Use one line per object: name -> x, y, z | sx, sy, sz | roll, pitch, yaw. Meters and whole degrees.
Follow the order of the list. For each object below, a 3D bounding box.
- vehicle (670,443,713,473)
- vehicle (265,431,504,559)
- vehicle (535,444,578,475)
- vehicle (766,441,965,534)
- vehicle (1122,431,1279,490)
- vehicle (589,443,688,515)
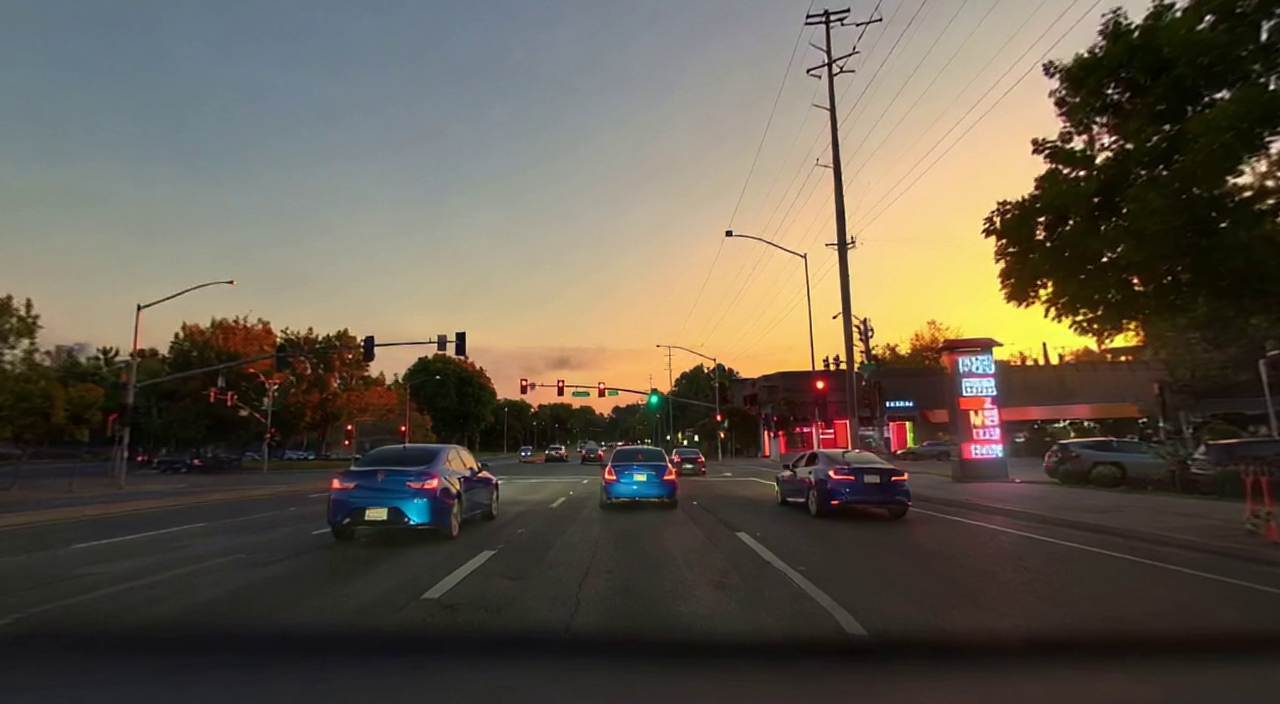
vehicle -> 2.968, 6.213, 37.188 | 1.986, 1.660, 4.006 | 0, -9, -2
vehicle -> -3.705, 2.137, 10.302 | 2.035, 1.564, 4.702 | 0, -9, -2
vehicle -> -4.632, 6.004, 35.531 | 1.932, 1.606, 4.157 | 0, -9, -1
vehicle -> 4.166, 2.579, 12.779 | 2.119, 1.479, 4.910 | 0, -9, -1
vehicle -> 16.476, 2.943, 17.406 | 4.802, 1.480, 2.126 | 1, -9, -6
vehicle -> -0.114, 2.965, 15.331 | 2.072, 1.473, 4.139 | 0, -9, -2
